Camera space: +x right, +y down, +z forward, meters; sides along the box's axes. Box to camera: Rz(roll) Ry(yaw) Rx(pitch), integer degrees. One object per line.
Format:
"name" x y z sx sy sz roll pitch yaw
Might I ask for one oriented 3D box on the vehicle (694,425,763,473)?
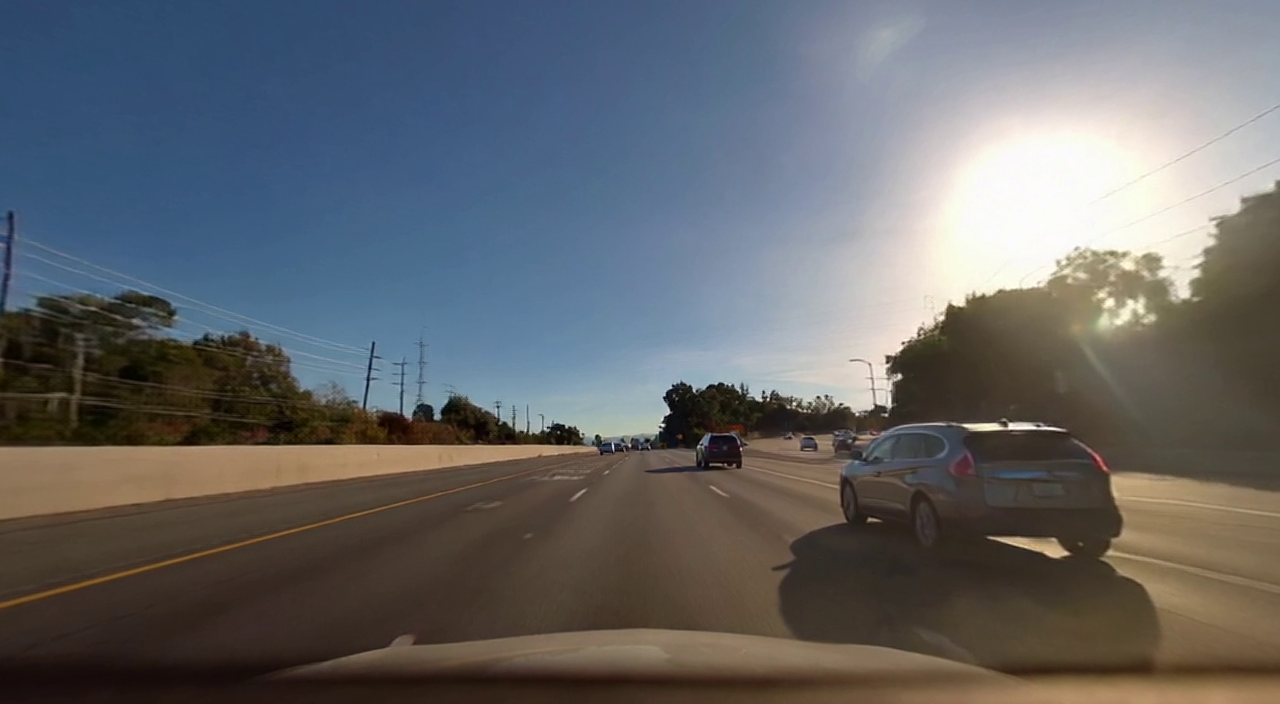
"vehicle" 3.993 4.525 29.566 2.442 2.022 5.466 0 -8 0

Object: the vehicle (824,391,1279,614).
"vehicle" 3.798 1.433 6.991 2.146 1.639 4.475 0 -8 0
